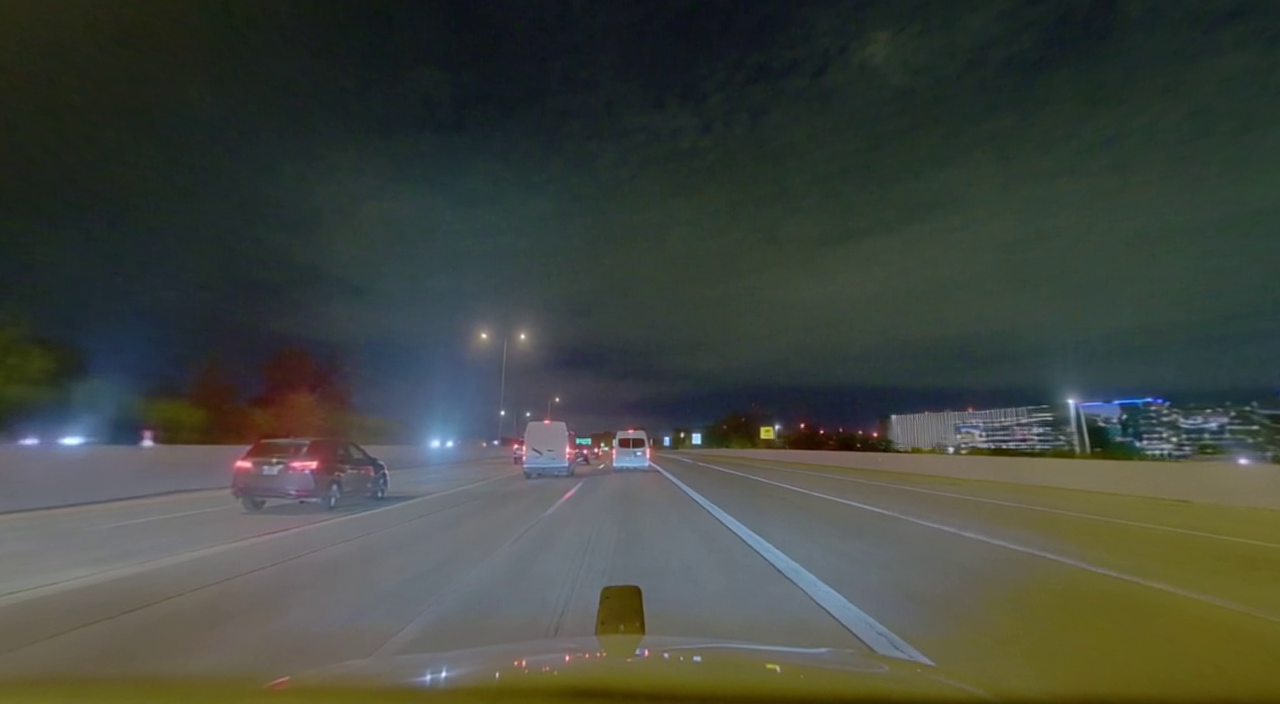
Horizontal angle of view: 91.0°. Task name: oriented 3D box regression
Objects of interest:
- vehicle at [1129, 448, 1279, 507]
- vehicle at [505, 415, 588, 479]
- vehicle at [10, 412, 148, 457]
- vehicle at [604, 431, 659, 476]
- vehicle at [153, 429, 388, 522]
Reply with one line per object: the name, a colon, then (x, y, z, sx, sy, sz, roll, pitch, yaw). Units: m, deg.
vehicle: (21.233, 4.507, 23.238, 2.083, 1.873, 5.209, 0, -9, -1)
vehicle: (-3.654, 3.908, 25.925, 2.504, 2.276, 5.933, 0, -9, 0)
vehicle: (-22.903, 3.445, 25.977, 1.887, 1.675, 4.333, 1, -9, -4)
vehicle: (-0.338, 4.388, 27.365, 2.207, 1.807, 4.199, 0, -9, 0)
vehicle: (-6.972, 2.375, 12.643, 1.959, 1.493, 4.575, 0, -9, 0)
